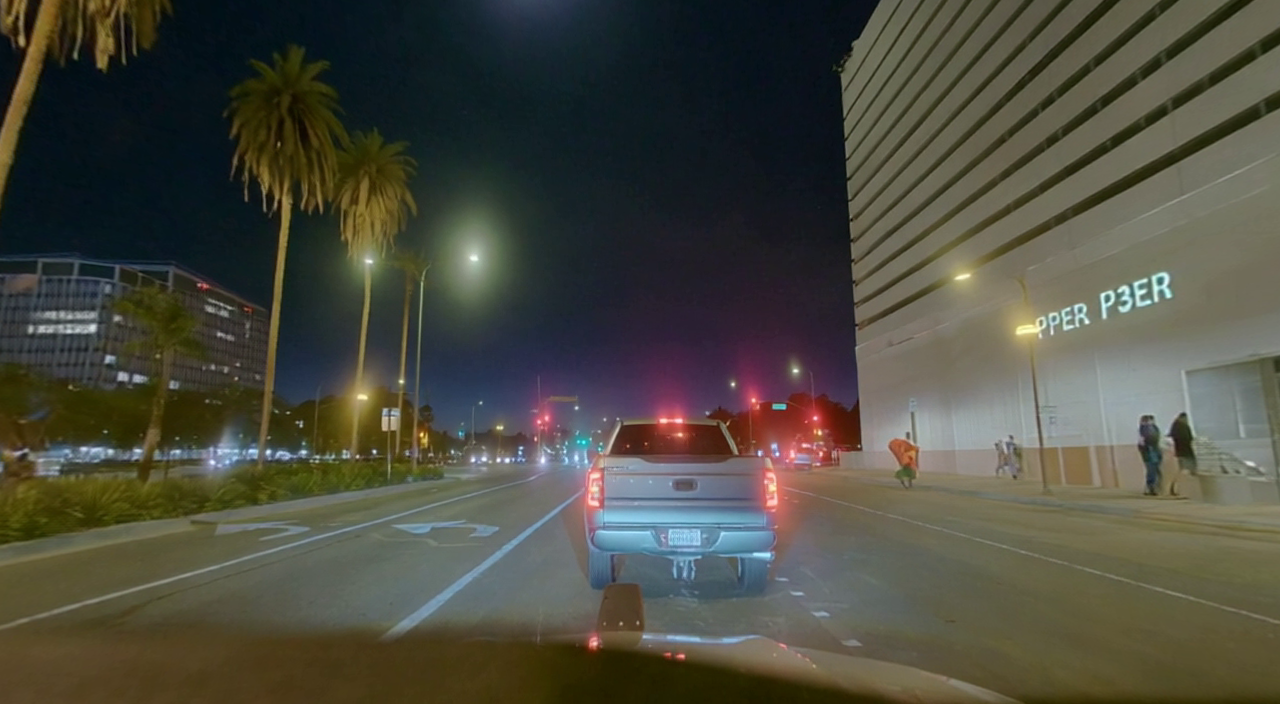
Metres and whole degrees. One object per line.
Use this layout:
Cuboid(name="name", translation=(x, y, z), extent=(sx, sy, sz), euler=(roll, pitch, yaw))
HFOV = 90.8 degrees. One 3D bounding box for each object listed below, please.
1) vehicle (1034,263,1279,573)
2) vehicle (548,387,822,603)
Cuboid(name="vehicle", translation=(7.850, 0.909, 8.566), extent=(2.666, 3.345, 3.622), euler=(-1, -9, 6))
Cuboid(name="vehicle", translation=(0.419, 1.607, 8.076), extent=(2.311, 1.819, 5.255), euler=(0, -8, 1))
